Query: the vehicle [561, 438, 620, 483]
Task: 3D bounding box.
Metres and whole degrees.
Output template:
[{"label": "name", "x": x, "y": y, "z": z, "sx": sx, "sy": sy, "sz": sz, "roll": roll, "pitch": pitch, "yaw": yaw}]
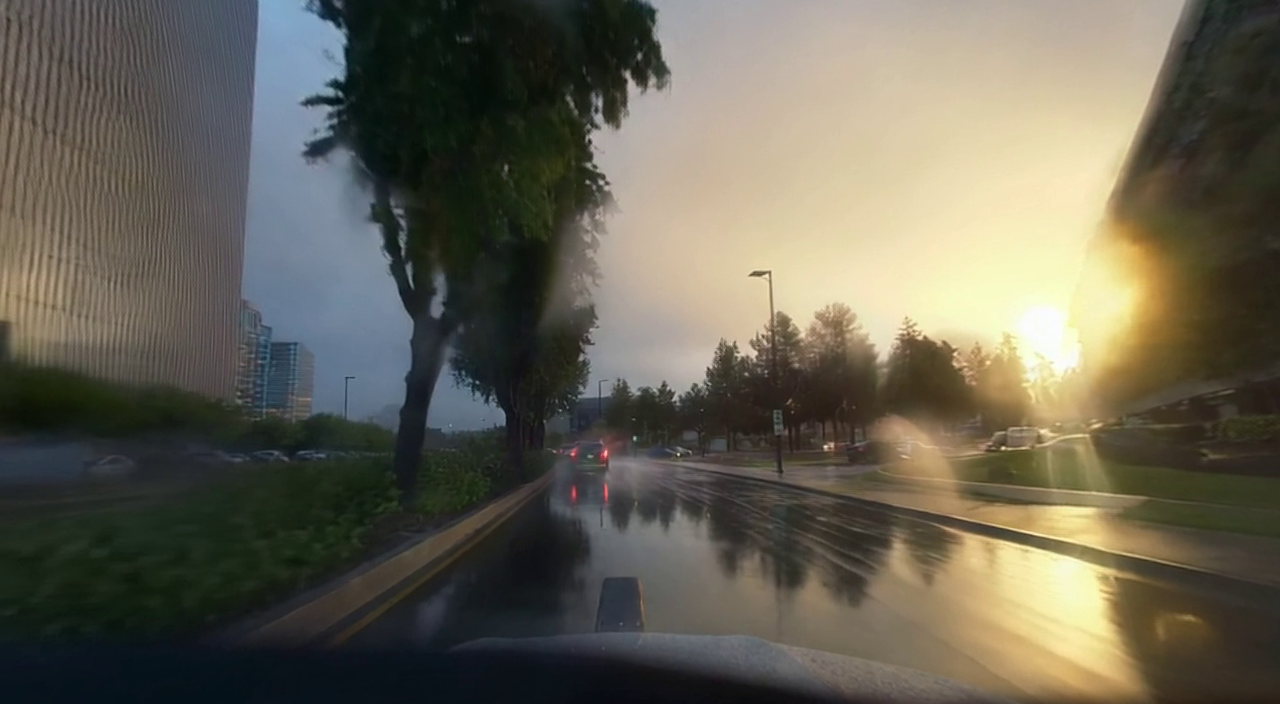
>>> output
[{"label": "vehicle", "x": -2.024, "y": 4.404, "z": 25.926, "sx": 2.183, "sy": 1.675, "sz": 4.319, "roll": 1, "pitch": -9, "yaw": -4}]
